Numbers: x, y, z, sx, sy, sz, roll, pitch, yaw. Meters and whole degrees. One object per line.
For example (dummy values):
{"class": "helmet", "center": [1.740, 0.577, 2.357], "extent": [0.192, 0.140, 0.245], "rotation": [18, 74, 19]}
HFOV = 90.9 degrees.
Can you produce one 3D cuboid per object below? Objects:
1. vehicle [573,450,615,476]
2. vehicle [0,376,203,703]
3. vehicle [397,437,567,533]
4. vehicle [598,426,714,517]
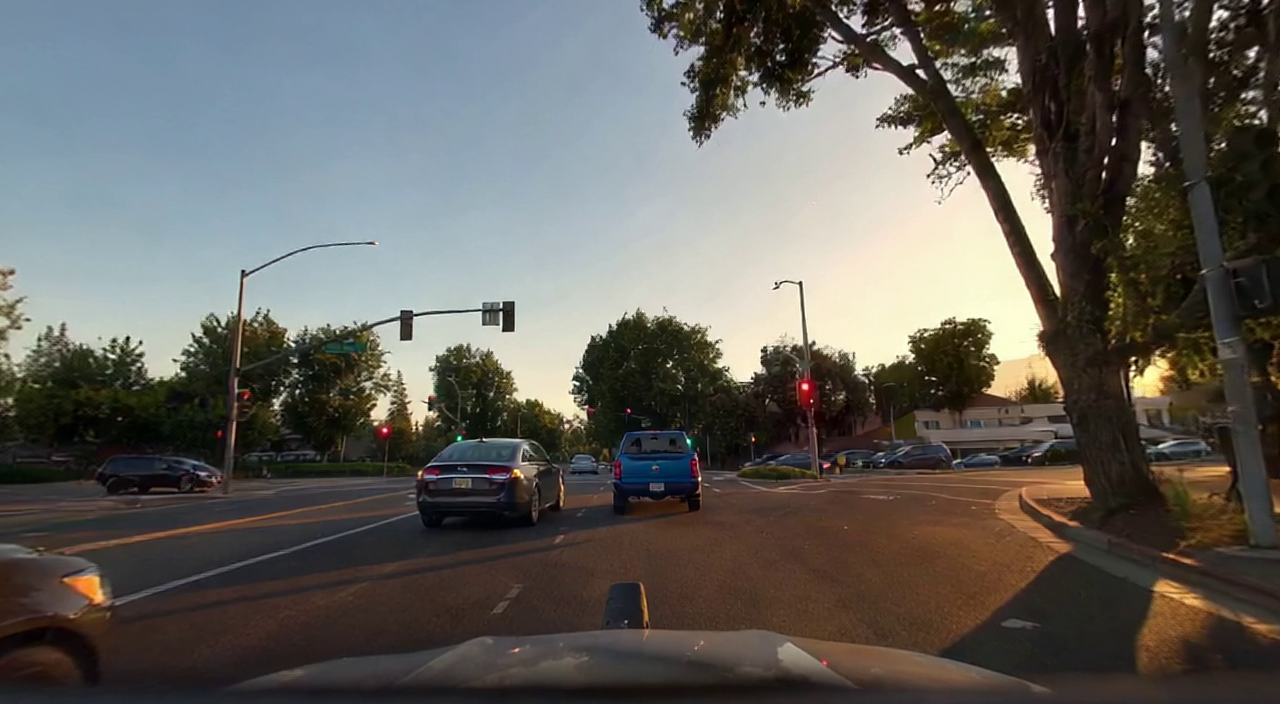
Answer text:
{"class": "vehicle", "center": [-2.702, 6.649, 37.982], "extent": [2.101, 1.443, 4.367], "rotation": [0, -8, 1]}
{"class": "vehicle", "center": [-3.102, 0.723, 1.197], "extent": [1.960, 1.528, 3.490], "rotation": [0, -8, 1]}
{"class": "vehicle", "center": [-2.718, 2.401, 12.071], "extent": [2.013, 1.474, 4.393], "rotation": [0, -8, 1]}
{"class": "vehicle", "center": [0.326, 2.542, 13.842], "extent": [2.163, 1.678, 3.846], "rotation": [0, -8, 1]}
